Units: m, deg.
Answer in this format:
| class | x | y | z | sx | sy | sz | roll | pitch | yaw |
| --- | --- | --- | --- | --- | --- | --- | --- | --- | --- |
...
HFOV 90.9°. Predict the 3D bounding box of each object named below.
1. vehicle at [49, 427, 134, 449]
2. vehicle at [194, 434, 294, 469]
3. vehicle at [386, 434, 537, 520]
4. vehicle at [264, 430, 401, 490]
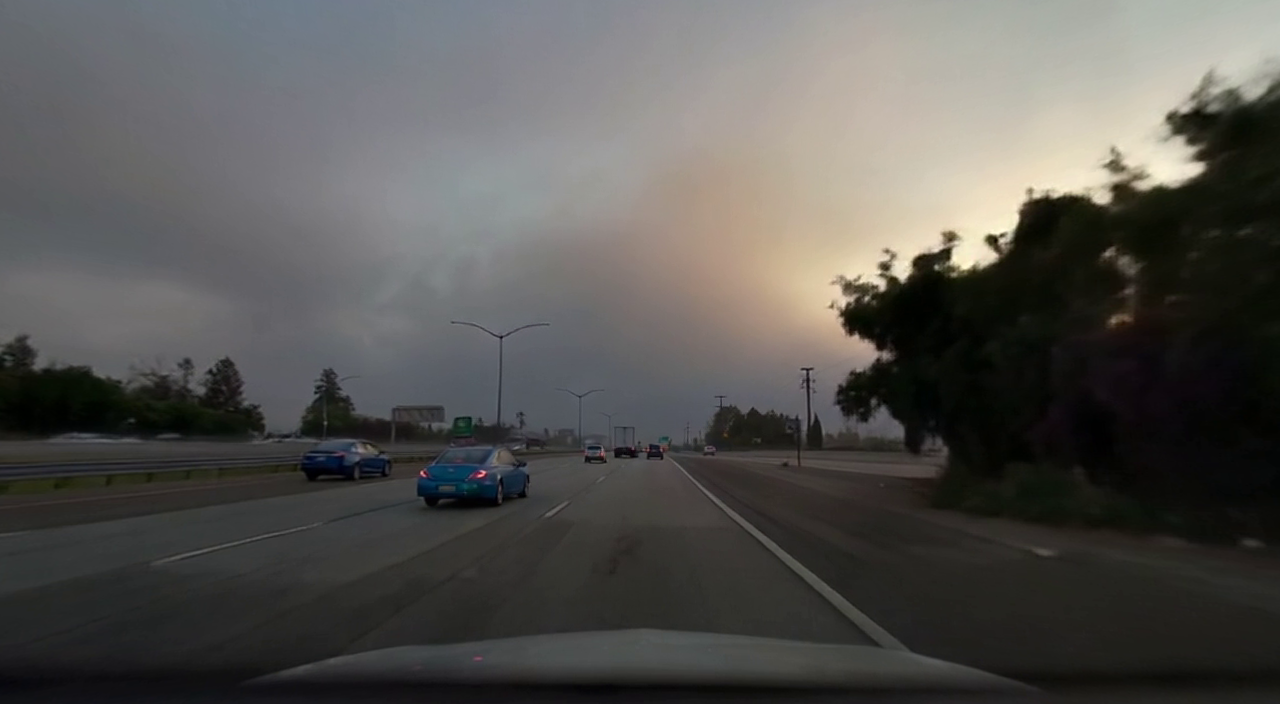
| class | x | y | z | sx | sy | sz | roll | pitch | yaw |
| --- | --- | --- | --- | --- | --- | --- | --- | --- | --- |
| vehicle | -40.263 | 6.355 | 46.439 | 1.878 | 1.527 | 4.802 | 0 | -8 | 1 |
| vehicle | -24.470 | 6.174 | 39.323 | 2.207 | 2.002 | 5.996 | 0 | -8 | 1 |
| vehicle | -3.486 | 2.501 | 13.117 | 1.953 | 1.511 | 3.704 | 0 | -8 | 1 |
| vehicle | -10.303 | 3.643 | 21.692 | 2.044 | 1.810 | 5.016 | 0 | -8 | 2 |
